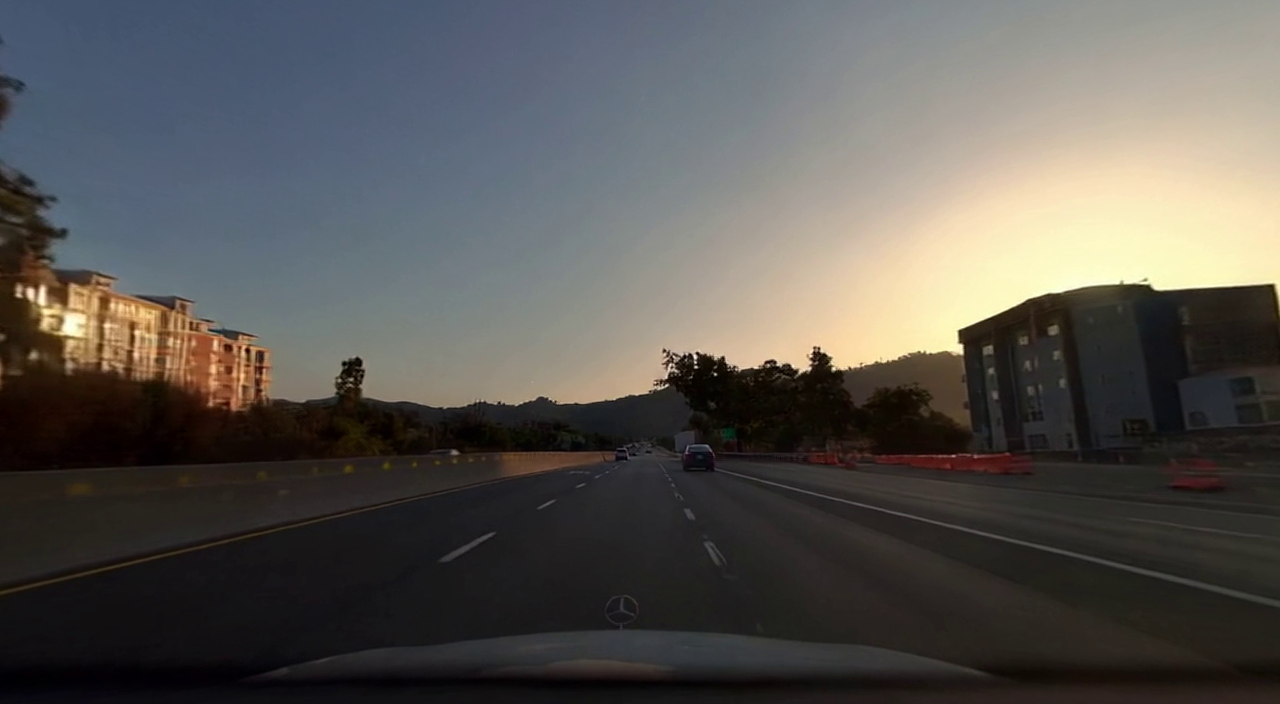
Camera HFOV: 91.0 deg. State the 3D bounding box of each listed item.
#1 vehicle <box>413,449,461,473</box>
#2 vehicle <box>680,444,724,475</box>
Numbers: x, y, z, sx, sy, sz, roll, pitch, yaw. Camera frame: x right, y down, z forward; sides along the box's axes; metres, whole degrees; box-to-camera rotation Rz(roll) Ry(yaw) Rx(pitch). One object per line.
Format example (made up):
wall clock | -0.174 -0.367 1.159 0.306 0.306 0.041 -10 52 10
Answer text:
vehicle | -13.718 7.354 42.774 1.749 1.521 4.263 0 -9 2
vehicle | 3.355 5.939 35.043 1.974 1.557 4.479 0 -9 0
